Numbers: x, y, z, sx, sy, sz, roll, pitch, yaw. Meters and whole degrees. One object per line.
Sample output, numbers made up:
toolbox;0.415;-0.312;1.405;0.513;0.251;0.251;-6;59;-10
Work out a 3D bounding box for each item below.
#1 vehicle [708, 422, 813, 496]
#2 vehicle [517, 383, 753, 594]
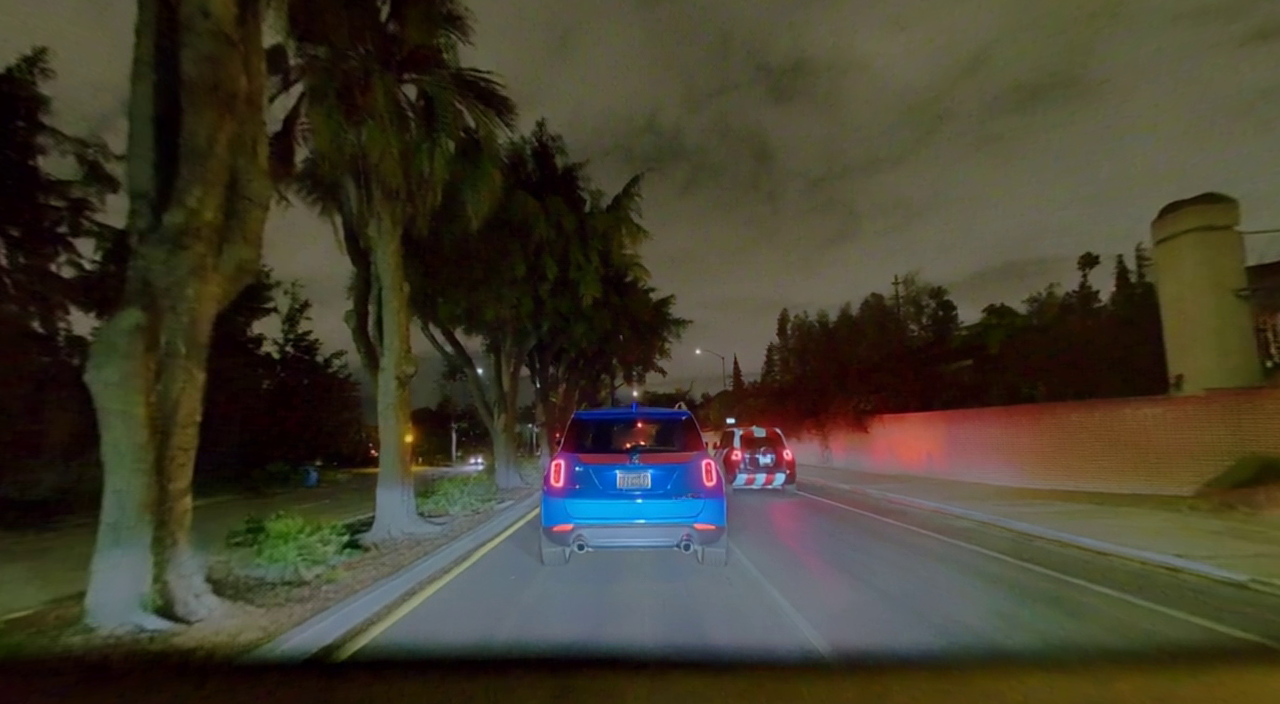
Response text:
vehicle;3.052;2.827;16.874;1.840;1.709;4.202;0;-9;-2
vehicle;-0.081;1.388;6.978;1.984;1.777;3.148;0;-9;-2
